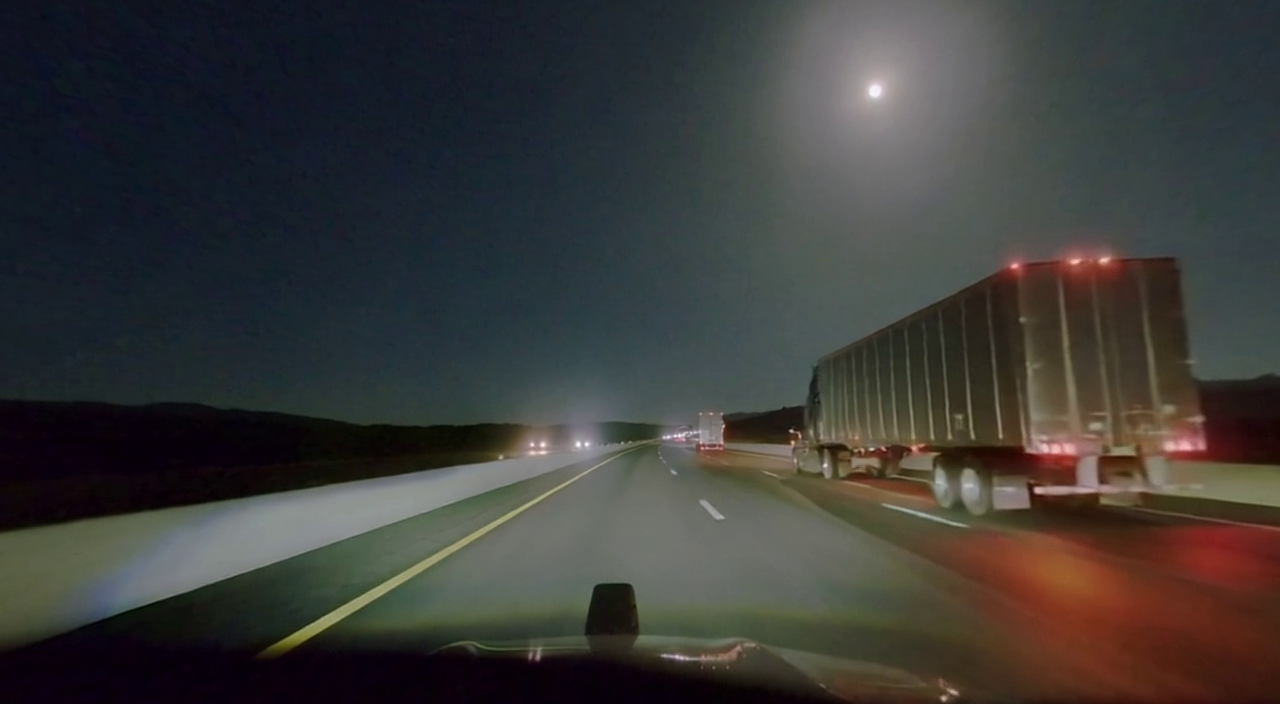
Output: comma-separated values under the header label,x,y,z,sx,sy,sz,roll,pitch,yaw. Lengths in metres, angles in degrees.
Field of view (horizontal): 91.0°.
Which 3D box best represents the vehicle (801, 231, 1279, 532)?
label,x,y,z,sx,sy,sz,roll,pitch,yaw
vehicle,7.252,1.315,15.446,2.885,4.075,13.981,0,-8,0
